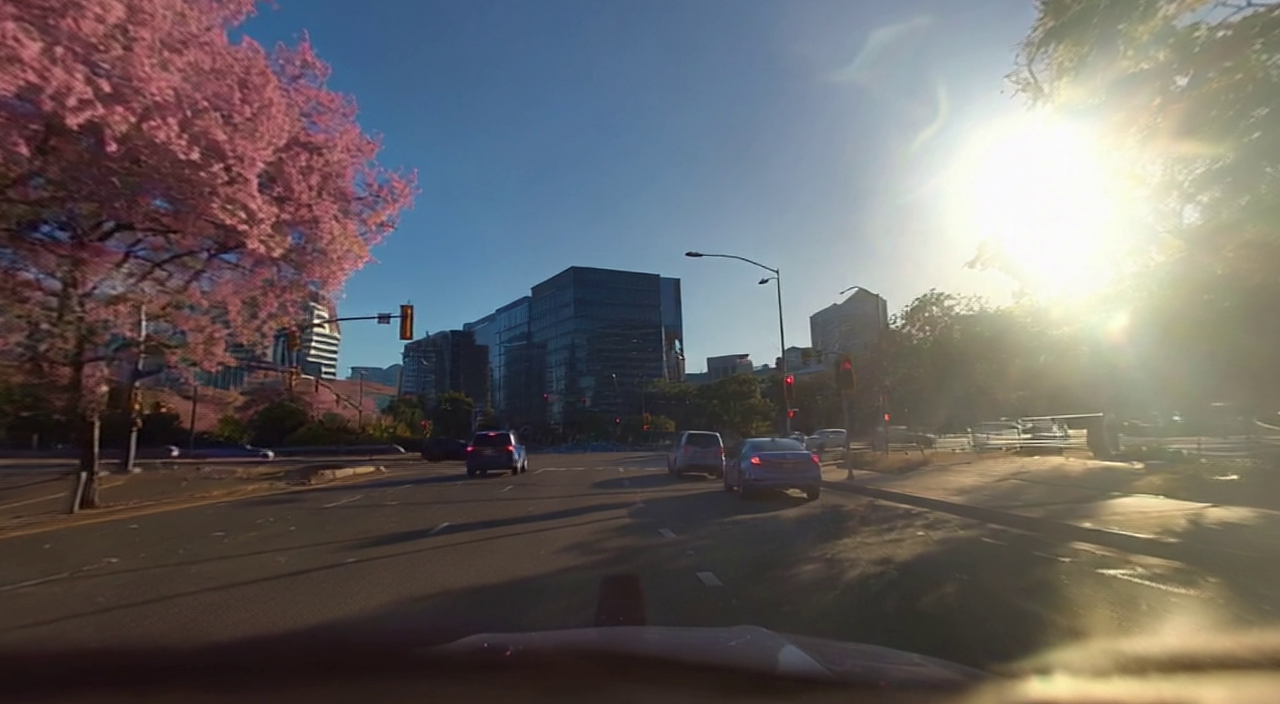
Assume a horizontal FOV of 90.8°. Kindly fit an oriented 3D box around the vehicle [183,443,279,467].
[{"bbox_3d":[-25.346,6.387,39.300,4.526,1.452,1.920,1,-8,-5],"label":"vehicle"}]

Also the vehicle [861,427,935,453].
[{"bbox_3d":[18.834,6.438,46.243,4.567,1.810,1.880,1,-8,-5],"label":"vehicle"}]

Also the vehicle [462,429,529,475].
[{"bbox_3d":[-5.834,4.077,26.011,1.995,1.703,4.367,0,-8,-4],"label":"vehicle"}]

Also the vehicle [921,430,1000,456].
[{"bbox_3d":[20.544,5.830,40.594,4.089,1.588,1.808,1,-8,-5],"label":"vehicle"}]

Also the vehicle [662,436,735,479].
[{"bbox_3d":[2.099,3.930,23.861,2.007,1.466,4.291,1,-8,-5],"label":"vehicle"}]

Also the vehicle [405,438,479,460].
[{"bbox_3d":[-13.655,6.695,43.695,4.549,1.439,1.794,1,-8,-5],"label":"vehicle"}]

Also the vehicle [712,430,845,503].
[{"bbox_3d":[3.203,2.758,15.640,2.019,1.518,4.285,1,-8,-5],"label":"vehicle"}]
